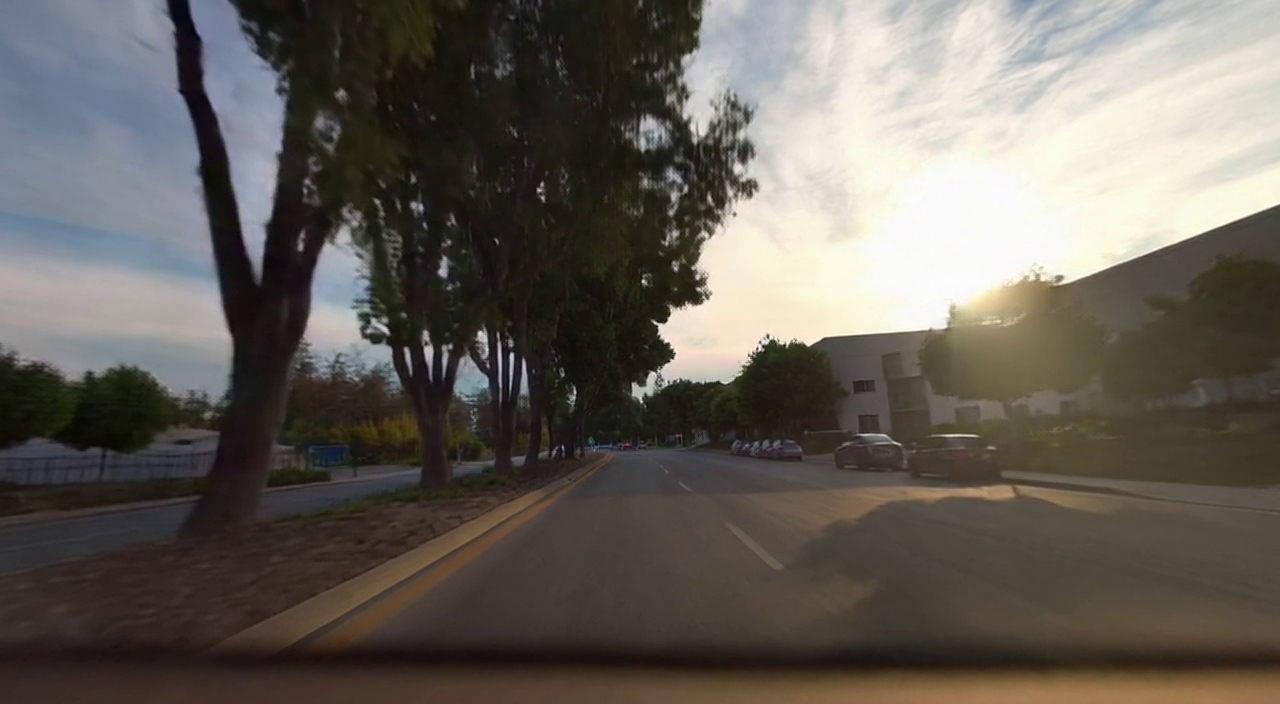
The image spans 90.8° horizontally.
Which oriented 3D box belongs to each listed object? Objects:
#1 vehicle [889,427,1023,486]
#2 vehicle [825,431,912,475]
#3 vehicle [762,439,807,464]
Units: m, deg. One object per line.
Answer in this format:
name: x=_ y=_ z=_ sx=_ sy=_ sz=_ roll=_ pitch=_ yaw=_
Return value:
vehicle: x=9.939 y=3.315 z=20.316 sx=1.984 sy=1.672 sz=4.262 roll=0 pitch=-8 yaw=-2
vehicle: x=9.839 y=4.396 z=27.626 sx=2.037 sy=1.732 sz=4.530 roll=0 pitch=-8 yaw=-1
vehicle: x=9.774 y=6.740 z=43.038 sx=1.970 sy=1.610 sz=4.247 roll=0 pitch=-8 yaw=-1
